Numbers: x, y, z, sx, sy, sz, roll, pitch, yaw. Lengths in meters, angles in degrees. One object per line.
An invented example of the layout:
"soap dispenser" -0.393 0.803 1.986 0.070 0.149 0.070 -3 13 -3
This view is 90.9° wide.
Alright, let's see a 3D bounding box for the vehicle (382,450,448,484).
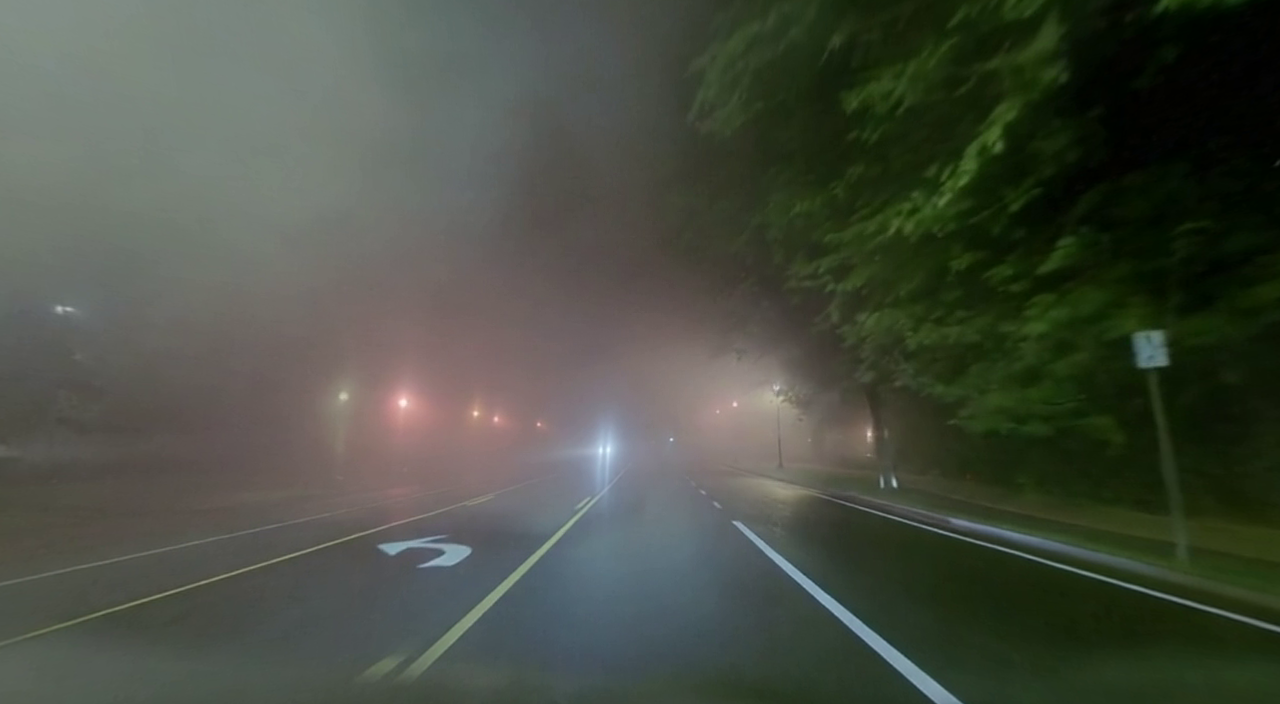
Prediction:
"vehicle" -12.316 6.288 34.830 1.921 1.611 4.713 -4 -9 1
